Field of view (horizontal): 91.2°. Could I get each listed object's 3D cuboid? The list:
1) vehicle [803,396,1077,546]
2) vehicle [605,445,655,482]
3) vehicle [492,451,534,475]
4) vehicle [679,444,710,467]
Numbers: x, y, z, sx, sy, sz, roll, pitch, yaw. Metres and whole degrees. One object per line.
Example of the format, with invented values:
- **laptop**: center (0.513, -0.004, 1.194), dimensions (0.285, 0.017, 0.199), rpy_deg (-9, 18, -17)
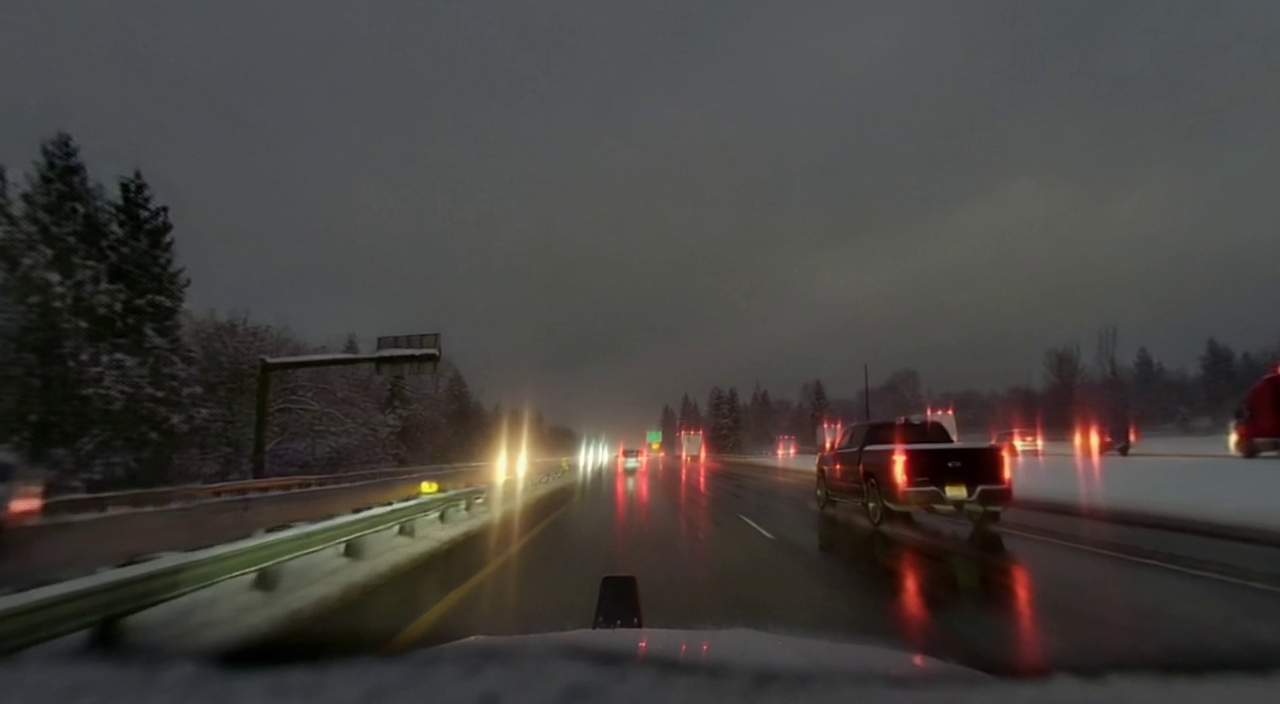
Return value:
- **vehicle**: center (4.586, 1.939, 10.722), dimensions (2.261, 1.952, 4.784), rpy_deg (0, -9, 0)
- **vehicle**: center (-0.381, 4.820, 27.332), dimensions (2.029, 1.483, 3.769), rpy_deg (0, -9, 1)
- **vehicle**: center (-8.957, 7.865, 44.608), dimensions (1.912, 1.532, 4.610), rpy_deg (-1, -9, 1)
- **vehicle**: center (4.054, 7.718, 46.847), dimensions (1.936, 1.589, 3.915), rpy_deg (0, -9, 0)
